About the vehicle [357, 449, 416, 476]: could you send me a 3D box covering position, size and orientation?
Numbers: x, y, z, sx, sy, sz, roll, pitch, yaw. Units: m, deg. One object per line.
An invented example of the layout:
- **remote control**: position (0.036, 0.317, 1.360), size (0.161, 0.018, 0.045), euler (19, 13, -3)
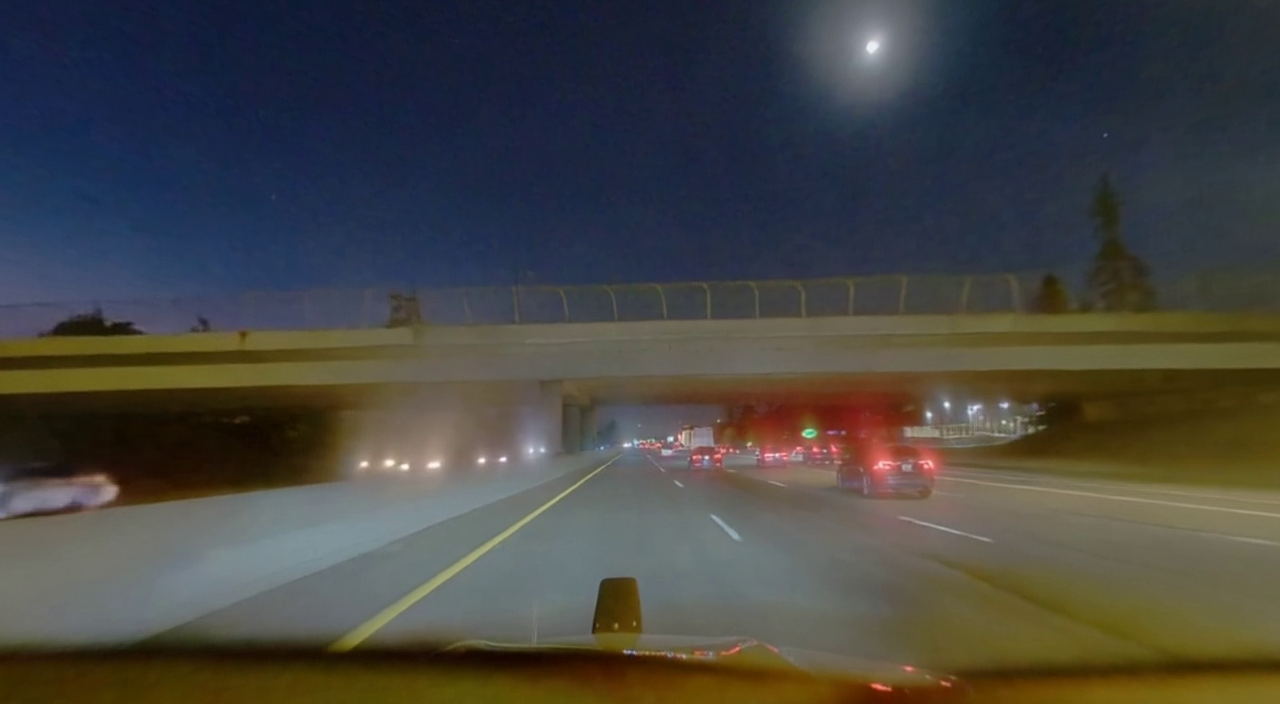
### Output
- **vehicle**: position (-16.952, 7.407, 42.522), size (2.078, 1.637, 4.517), euler (0, -8, 0)

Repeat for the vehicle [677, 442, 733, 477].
- **vehicle**: position (2.968, 5.024, 29.854), size (1.993, 1.507, 4.594), euler (0, -8, -2)

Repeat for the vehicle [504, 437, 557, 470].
- **vehicle**: position (-6.711, 6.297, 39.418), size (2.218, 1.829, 5.584), euler (0, -8, 1)

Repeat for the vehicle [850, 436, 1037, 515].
- **vehicle**: position (6.600, 2.710, 14.457), size (1.952, 1.489, 4.483), euler (0, -8, -2)

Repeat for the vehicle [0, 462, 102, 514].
- **vehicle**: position (-20.625, 4.396, 20.552), size (2.057, 1.475, 4.785), euler (0, -8, 0)

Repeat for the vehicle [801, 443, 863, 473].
- **vehicle**: position (10.005, 5.524, 33.226), size (1.838, 1.440, 4.121), euler (0, -8, -2)

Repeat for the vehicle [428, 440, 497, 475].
- **vehicle**: position (-10.178, 6.088, 36.754), size (2.274, 1.881, 5.749), euler (0, -8, 1)
